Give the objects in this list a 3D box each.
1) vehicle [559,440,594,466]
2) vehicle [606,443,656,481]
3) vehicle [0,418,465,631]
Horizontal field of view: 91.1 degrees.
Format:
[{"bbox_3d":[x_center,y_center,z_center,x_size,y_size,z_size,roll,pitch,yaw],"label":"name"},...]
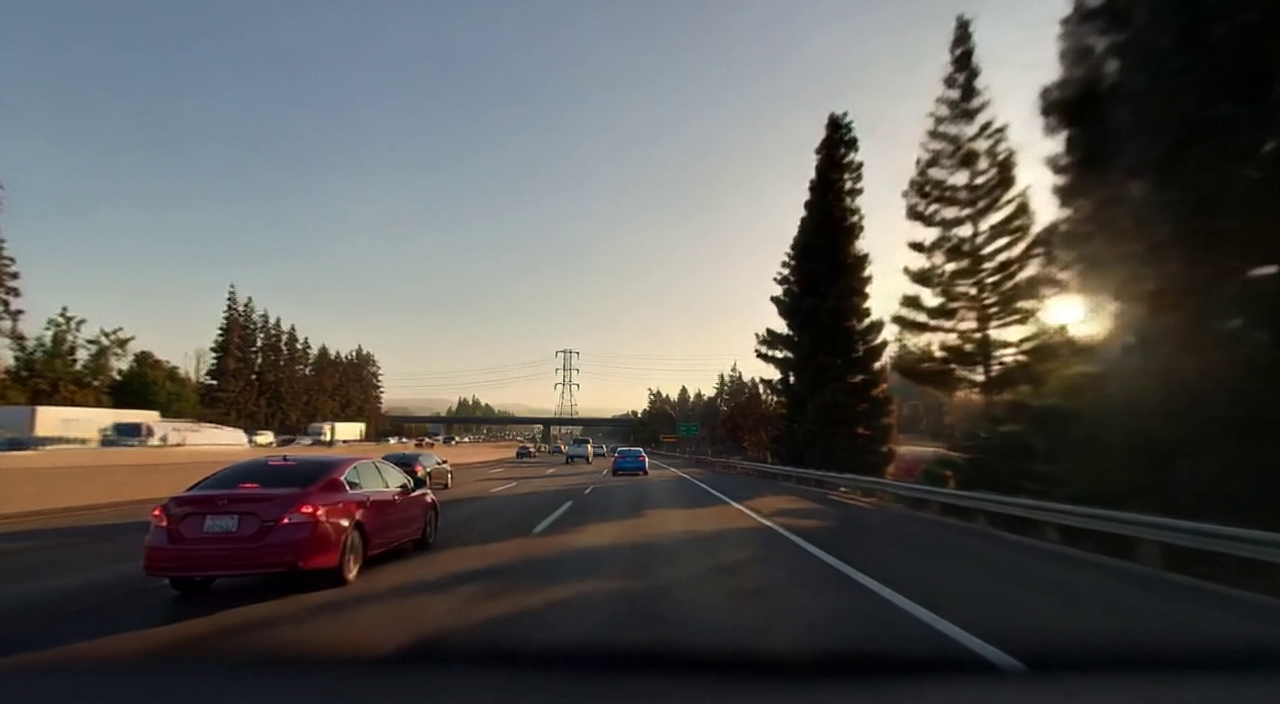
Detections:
[{"bbox_3d":[-4.582,7.365,45.875,2.174,1.806,3.932,0,-9,-1],"label":"vehicle"},{"bbox_3d":[-0.383,4.619,26.659,1.954,1.460,3.983,1,-9,-1],"label":"vehicle"},{"bbox_3d":[-3.620,1.604,6.903,2.035,1.514,4.600,0,-9,0],"label":"vehicle"}]
